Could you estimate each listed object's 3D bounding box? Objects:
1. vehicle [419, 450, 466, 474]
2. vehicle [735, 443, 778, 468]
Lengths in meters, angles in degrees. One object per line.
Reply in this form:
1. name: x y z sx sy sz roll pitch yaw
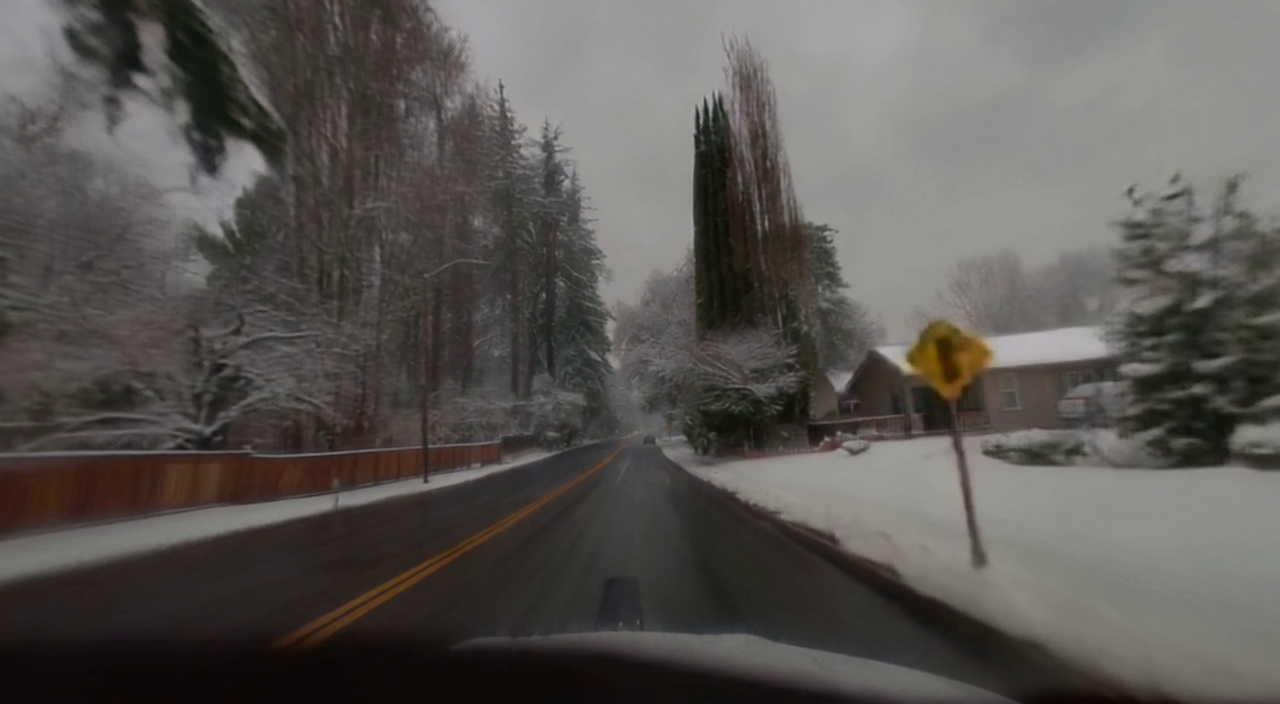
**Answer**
1. vehicle: -15.269 8.512 49.075 2.177 1.773 4.656 0 -9 0
2. vehicle: 7.996 7.133 43.777 1.954 1.652 4.520 0 -9 -2
